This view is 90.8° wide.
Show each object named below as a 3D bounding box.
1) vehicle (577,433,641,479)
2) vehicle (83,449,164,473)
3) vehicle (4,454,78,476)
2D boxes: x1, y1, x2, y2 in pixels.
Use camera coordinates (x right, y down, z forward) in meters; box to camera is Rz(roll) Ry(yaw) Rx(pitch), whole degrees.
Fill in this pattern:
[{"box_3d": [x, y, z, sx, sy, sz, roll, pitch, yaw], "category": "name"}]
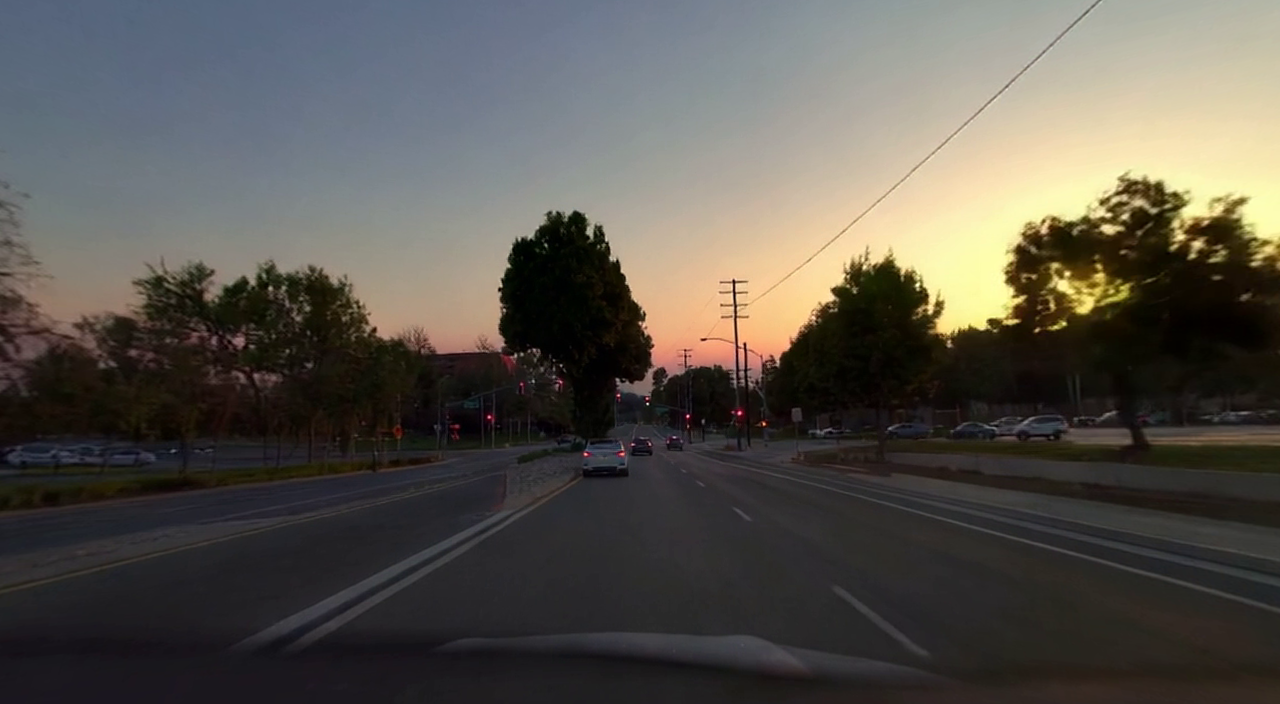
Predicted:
[{"box_3d": [-1.030, 3.691, 22.632, 2.075, 1.470, 3.962, 0, -8, -1], "category": "vehicle"}, {"box_3d": [-38.705, 8.144, 47.467, 2.026, 1.701, 4.536, -1, -8, 4], "category": "vehicle"}, {"box_3d": [-44.481, 8.386, 47.007, 1.768, 1.441, 3.832, 0, -8, -1], "category": "vehicle"}]
